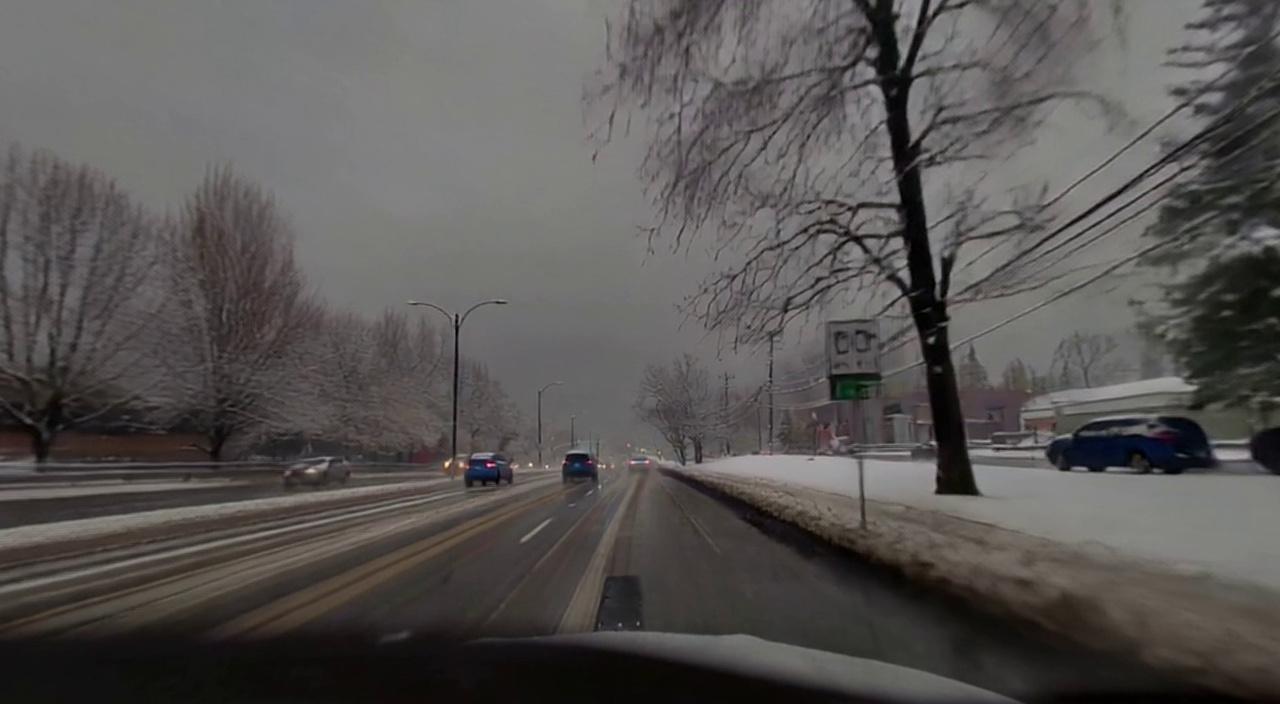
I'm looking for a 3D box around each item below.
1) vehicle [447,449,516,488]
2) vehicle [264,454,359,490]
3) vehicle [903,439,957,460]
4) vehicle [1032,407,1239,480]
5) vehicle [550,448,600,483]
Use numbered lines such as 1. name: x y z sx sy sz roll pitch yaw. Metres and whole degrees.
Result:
1. vehicle: -7.092 5.223 28.659 1.932 1.596 4.247 0 -9 1
2. vehicle: -15.790 5.761 30.640 1.969 1.503 4.797 0 -9 1
3. vehicle: 22.147 7.466 48.257 1.884 1.532 4.745 0 -9 1
4. vehicle: 13.082 2.408 16.994 1.862 1.559 3.959 -4 -6 -11
5. vehicle: -3.374 5.981 33.450 2.085 1.663 4.513 0 -9 1
